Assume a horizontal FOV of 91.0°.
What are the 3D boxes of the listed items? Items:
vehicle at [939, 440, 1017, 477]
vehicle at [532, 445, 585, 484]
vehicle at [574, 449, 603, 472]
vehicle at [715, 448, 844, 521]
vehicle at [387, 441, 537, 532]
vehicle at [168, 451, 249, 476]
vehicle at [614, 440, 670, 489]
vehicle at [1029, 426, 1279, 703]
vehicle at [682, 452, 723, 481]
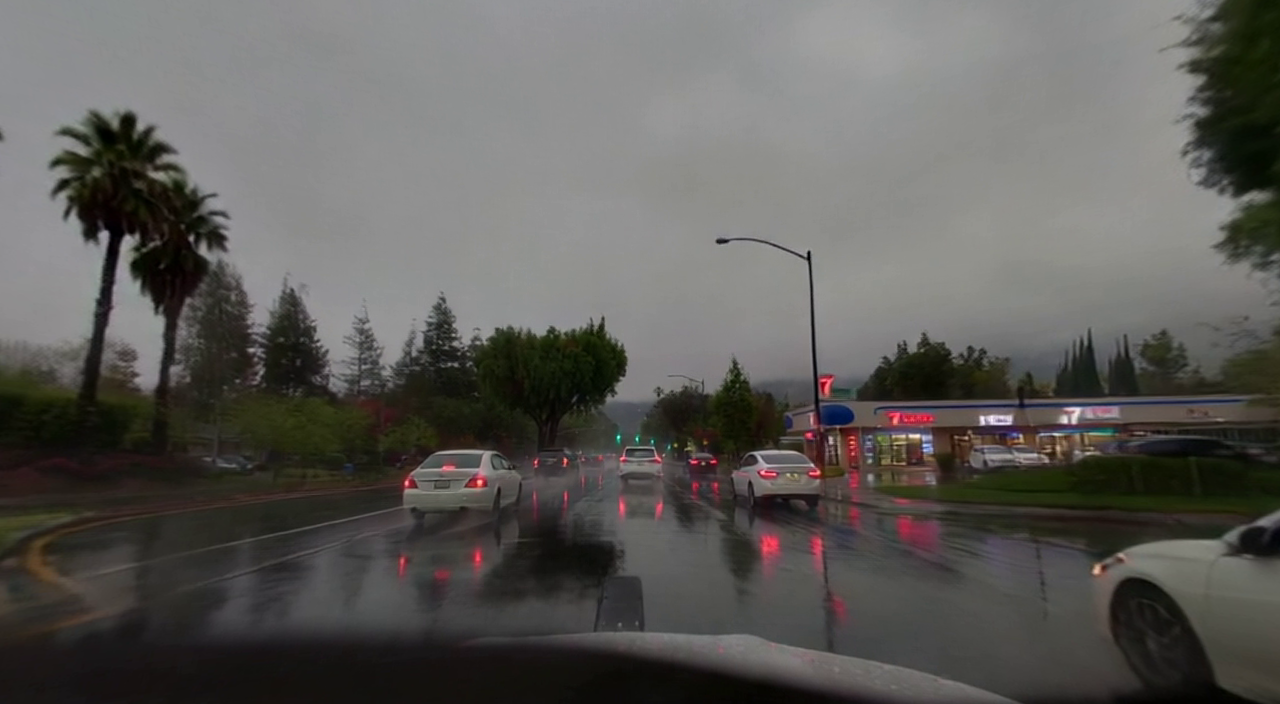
[{"bbox_3d":[18.367,5.784,34.447,1.905,1.833,4.347,0,-8,2],"label":"vehicle"},{"bbox_3d":[-3.818,5.326,30.156,1.932,1.695,4.235,0,-8,0],"label":"vehicle"},{"bbox_3d":[-3.937,8.321,48.447,1.871,1.673,3.920,0,-8,0],"label":"vehicle"},{"bbox_3d":[3.204,3.129,15.491,1.977,1.480,4.589,0,-8,-2],"label":"vehicle"},{"bbox_3d":[-3.331,2.575,12.681,1.864,1.505,4.202,0,-8,-1],"label":"vehicle"},{"bbox_3d":[-30.301,7.823,44.277,4.123,1.648,2.053,0,-9,0],"label":"vehicle"},{"bbox_3d":[0.046,4.687,26.511,2.164,1.867,4.254,0,-8,-1],"label":"vehicle"},{"bbox_3d":[3.687,0.968,2.152,1.867,1.448,4.436,0,-8,0],"label":"vehicle"},{"bbox_3d":[3.496,6.505,35.916,1.880,1.476,3.932,0,-8,-1],"label":"vehicle"}]
